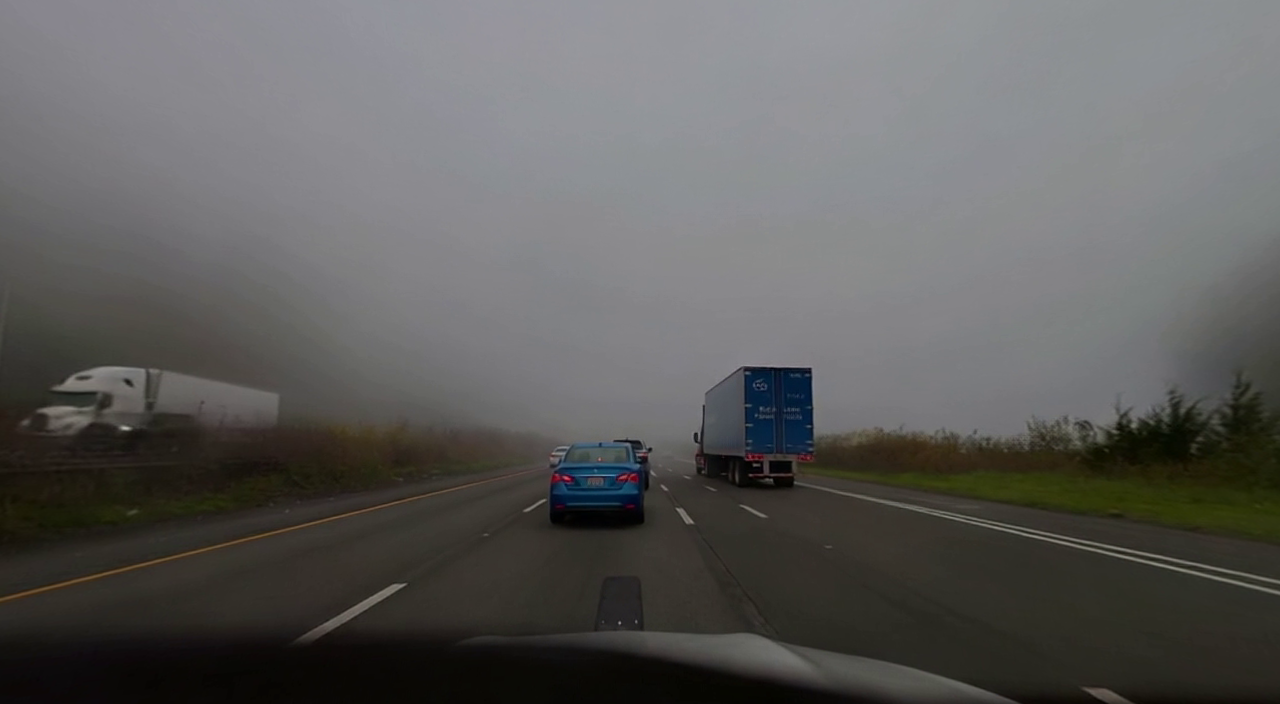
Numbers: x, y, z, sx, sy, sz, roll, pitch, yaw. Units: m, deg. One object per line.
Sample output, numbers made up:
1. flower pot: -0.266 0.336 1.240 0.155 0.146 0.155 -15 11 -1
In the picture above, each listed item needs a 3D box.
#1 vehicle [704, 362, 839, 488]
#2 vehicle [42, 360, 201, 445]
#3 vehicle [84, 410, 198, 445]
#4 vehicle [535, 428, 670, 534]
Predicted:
1. vehicle: 4.935 3.402 27.300 2.825 4.043 14.051 0 -9 0
2. vehicle: -26.992 2.867 33.275 2.979 3.928 6.477 0 -9 -4
3. vehicle: -22.738 3.537 28.909 1.729 1.455 4.560 0 -9 -3
4. vehicle: -0.580 2.254 11.462 2.038 1.582 3.729 0 -9 -1
